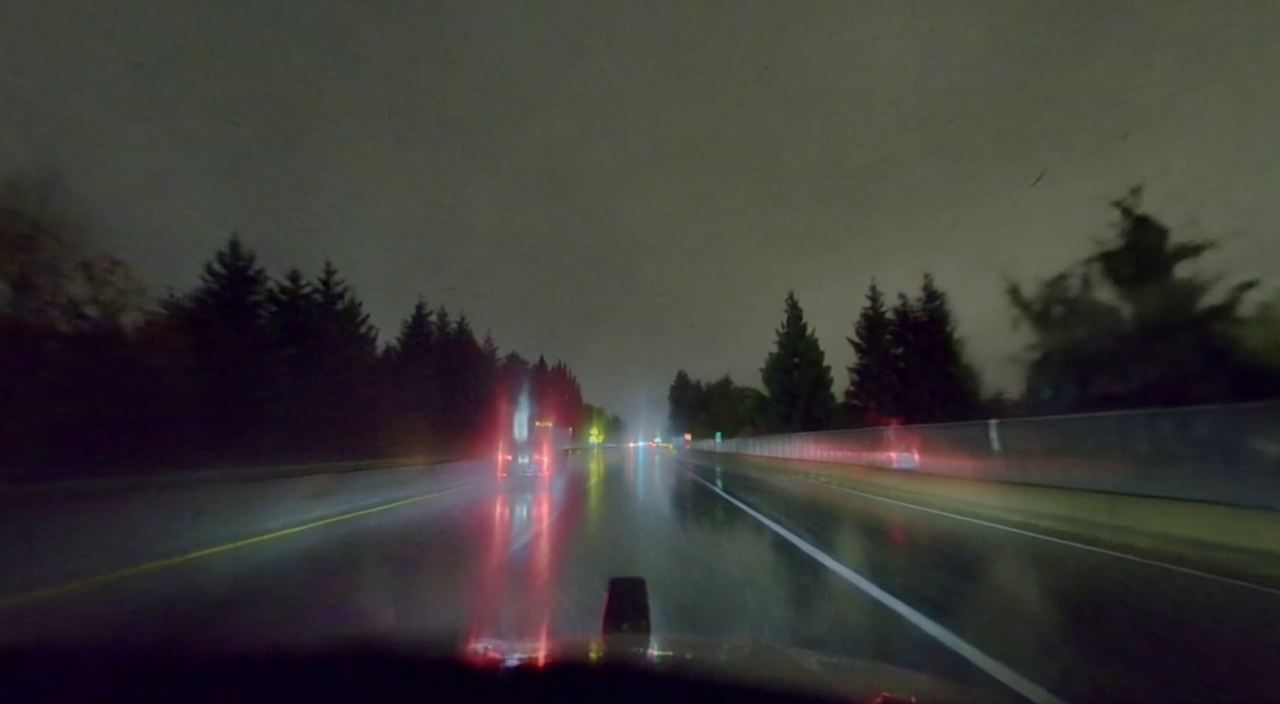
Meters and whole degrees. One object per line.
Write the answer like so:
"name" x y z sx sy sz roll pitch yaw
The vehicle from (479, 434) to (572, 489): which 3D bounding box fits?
"vehicle" -3.483 3.395 19.932 2.051 1.531 4.250 0 -8 1
